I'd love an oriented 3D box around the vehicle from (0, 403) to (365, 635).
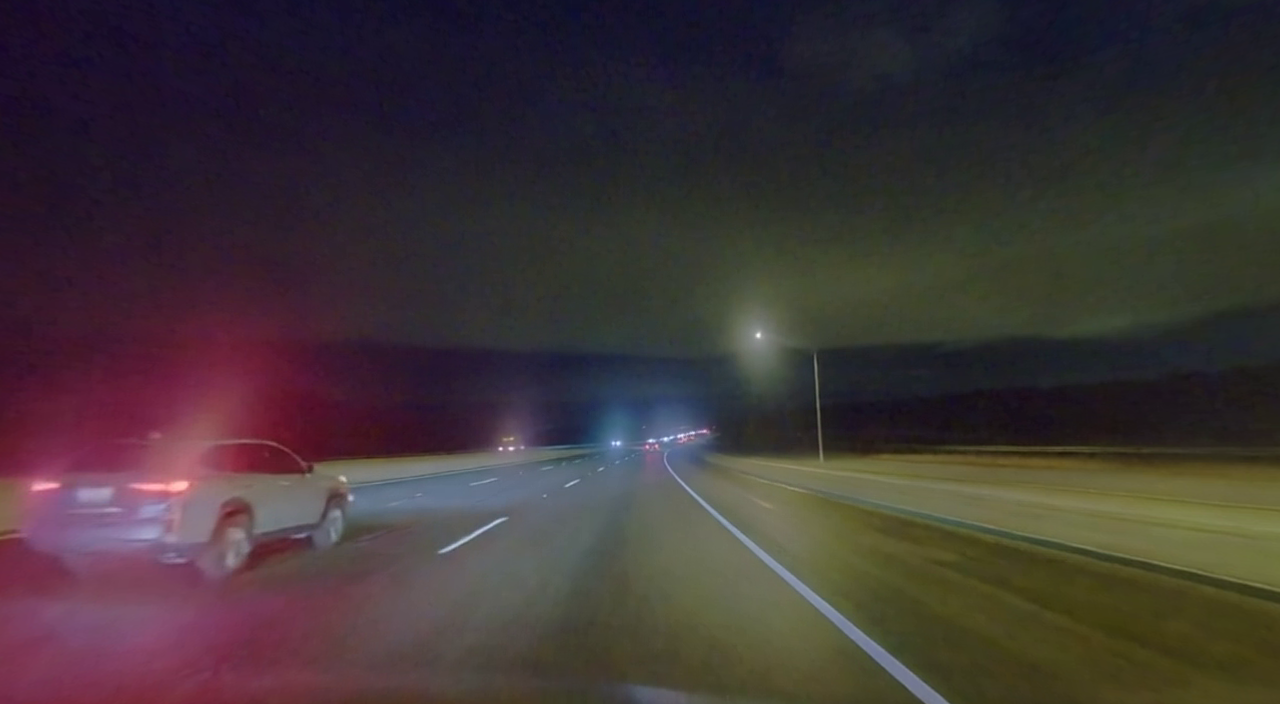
[{"bbox_3d":[-4.873,1.474,6.520,1.961,1.540,4.487,0,-9,1],"label":"vehicle"}]
